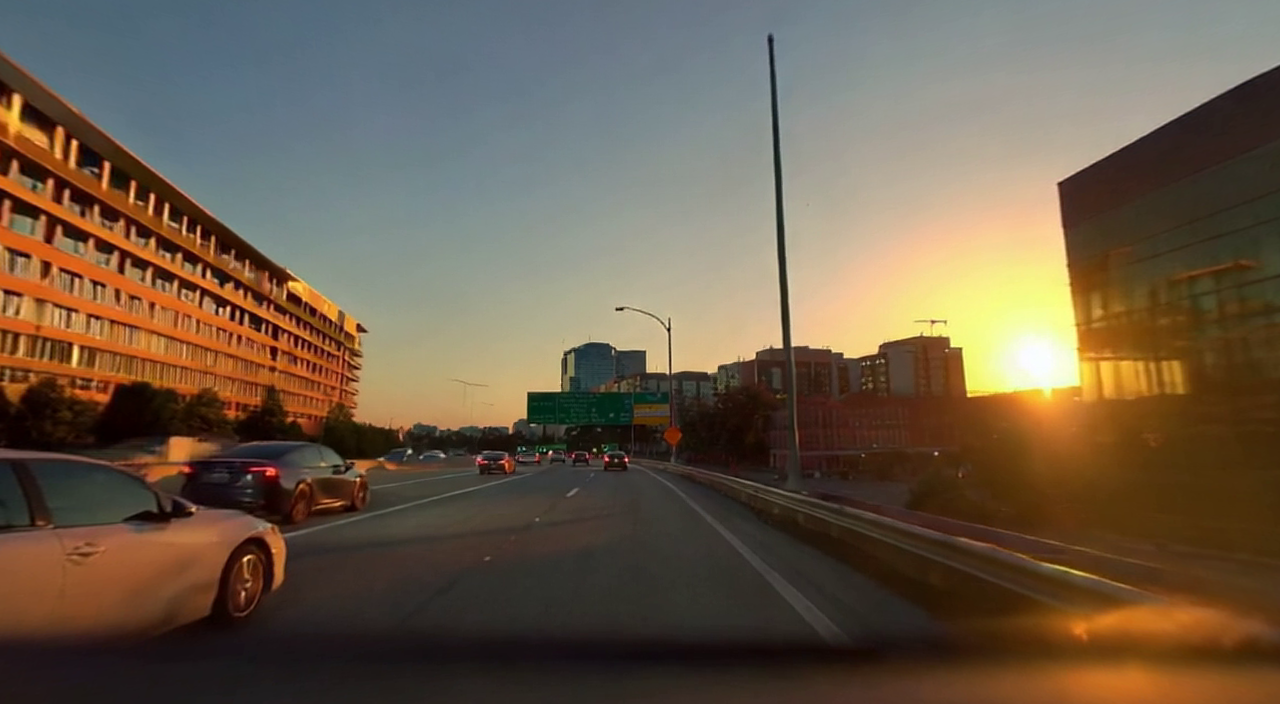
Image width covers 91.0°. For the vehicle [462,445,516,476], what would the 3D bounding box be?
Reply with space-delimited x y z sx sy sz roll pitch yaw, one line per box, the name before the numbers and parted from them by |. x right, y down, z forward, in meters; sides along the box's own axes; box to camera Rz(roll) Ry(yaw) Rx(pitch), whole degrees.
vehicle | -8.657 6.264 36.557 2.065 1.689 4.399 0 -9 -1

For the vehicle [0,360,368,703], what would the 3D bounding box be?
vehicle | -3.587 1.048 3.495 2.036 1.717 4.592 0 -9 1

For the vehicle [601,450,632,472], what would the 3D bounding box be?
vehicle | -1.677 7.724 44.874 2.110 1.501 4.319 0 -9 -2
